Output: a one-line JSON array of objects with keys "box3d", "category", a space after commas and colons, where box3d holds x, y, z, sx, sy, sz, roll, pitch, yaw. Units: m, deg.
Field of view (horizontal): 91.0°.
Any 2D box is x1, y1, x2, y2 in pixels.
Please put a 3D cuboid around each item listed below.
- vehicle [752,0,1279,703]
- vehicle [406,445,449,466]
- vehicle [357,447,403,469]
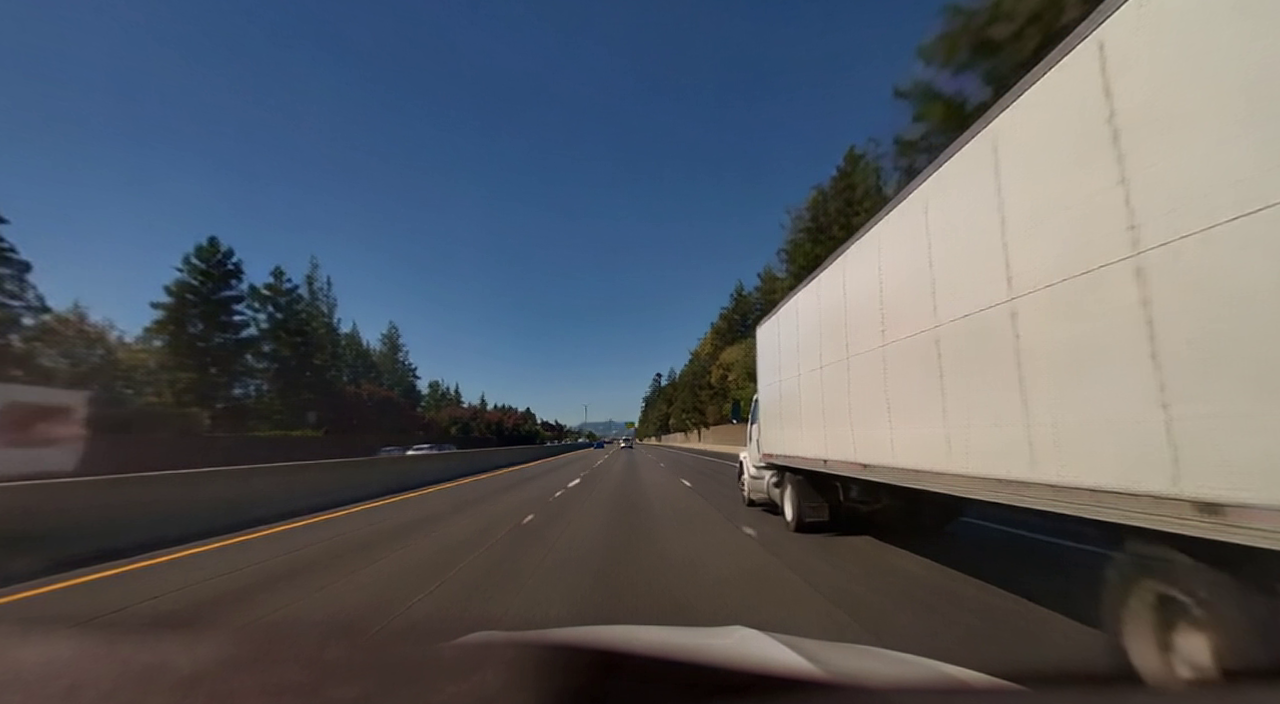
[{"box3d": [3.990, -0.119, 4.445, 3.489, 4.211, 14.193, 0, -8, -1], "category": "vehicle"}, {"box3d": [-16.161, 7.842, 48.072, 1.913, 1.465, 4.331, 0, -8, -1], "category": "vehicle"}, {"box3d": [-19.795, 8.088, 48.052, 1.795, 1.501, 4.218, 0, -8, -1], "category": "vehicle"}]
